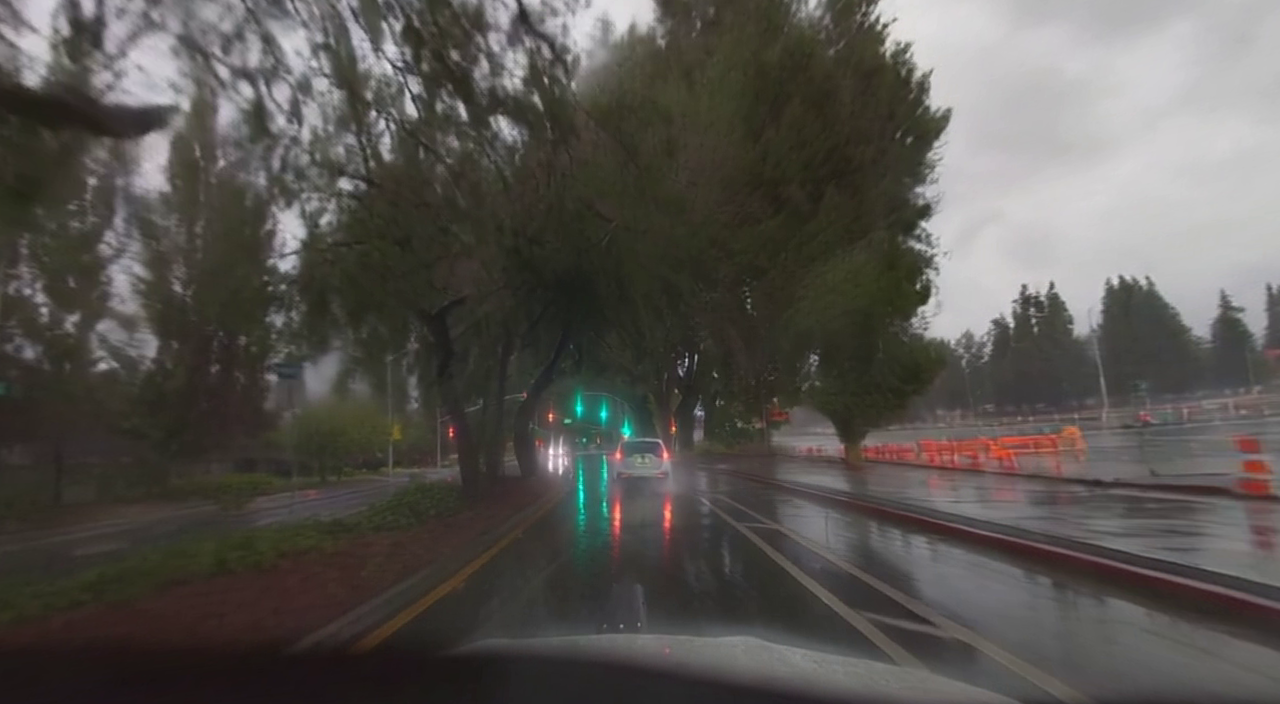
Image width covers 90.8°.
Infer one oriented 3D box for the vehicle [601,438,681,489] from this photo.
[{"bbox_3d":[-0.116,3.676,21.160,2.266,1.508,4.430,1,-9,-5],"label":"vehicle"}]
